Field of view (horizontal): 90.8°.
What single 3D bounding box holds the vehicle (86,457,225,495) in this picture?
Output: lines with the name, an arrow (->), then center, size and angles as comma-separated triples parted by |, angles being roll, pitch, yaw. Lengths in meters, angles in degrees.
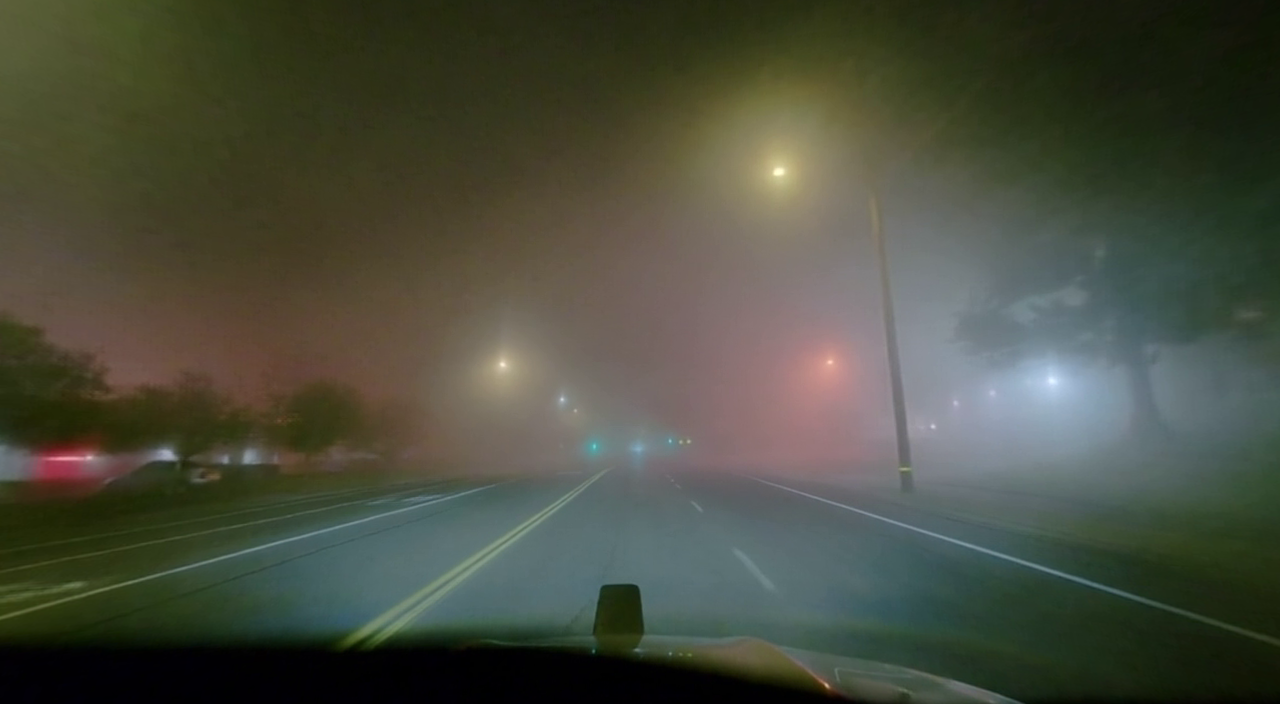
vehicle -> -21.662, 5.501, 28.407 | 1.859, 1.461, 4.646 | -9, -12, 44
